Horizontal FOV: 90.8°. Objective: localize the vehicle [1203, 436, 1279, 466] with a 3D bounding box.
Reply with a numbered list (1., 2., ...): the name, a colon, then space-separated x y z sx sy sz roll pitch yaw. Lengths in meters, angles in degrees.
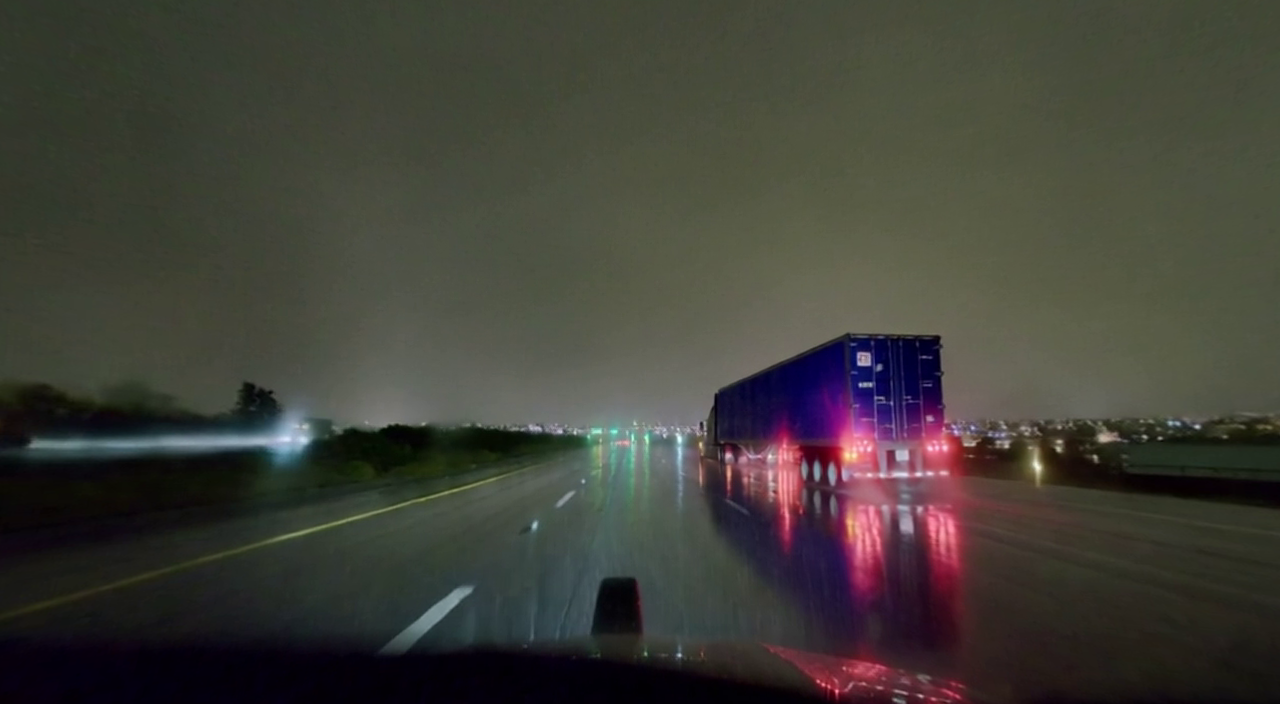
1. vehicle: 46.892 7.552 48.258 5.583 2.177 2.775 1 -8 -11
